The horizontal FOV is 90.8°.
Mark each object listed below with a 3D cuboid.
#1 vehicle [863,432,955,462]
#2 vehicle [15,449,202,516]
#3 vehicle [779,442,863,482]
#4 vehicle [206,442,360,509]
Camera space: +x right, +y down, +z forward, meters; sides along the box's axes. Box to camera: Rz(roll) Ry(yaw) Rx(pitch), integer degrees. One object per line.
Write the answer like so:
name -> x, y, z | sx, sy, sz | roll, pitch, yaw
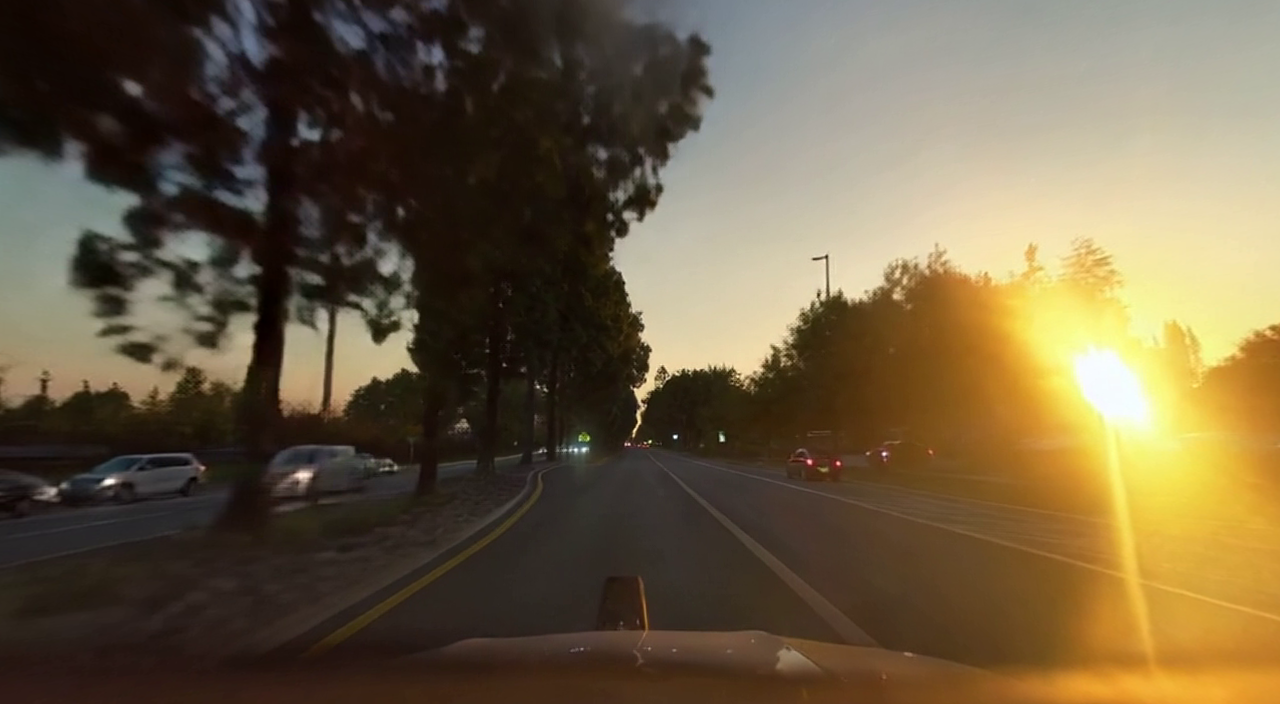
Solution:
vehicle -> 16.626, 5.886, 39.223 | 4.807, 1.768, 1.947 | 0, -8, 2
vehicle -> -17.865, 4.327, 21.714 | 1.926, 1.684, 5.378 | -3, -6, -1
vehicle -> 7.197, 4.409, 25.652 | 1.961, 1.465, 4.468 | 0, -8, -2
vehicle -> -9.670, 3.326, 17.549 | 1.972, 1.626, 3.940 | 0, -8, 0
